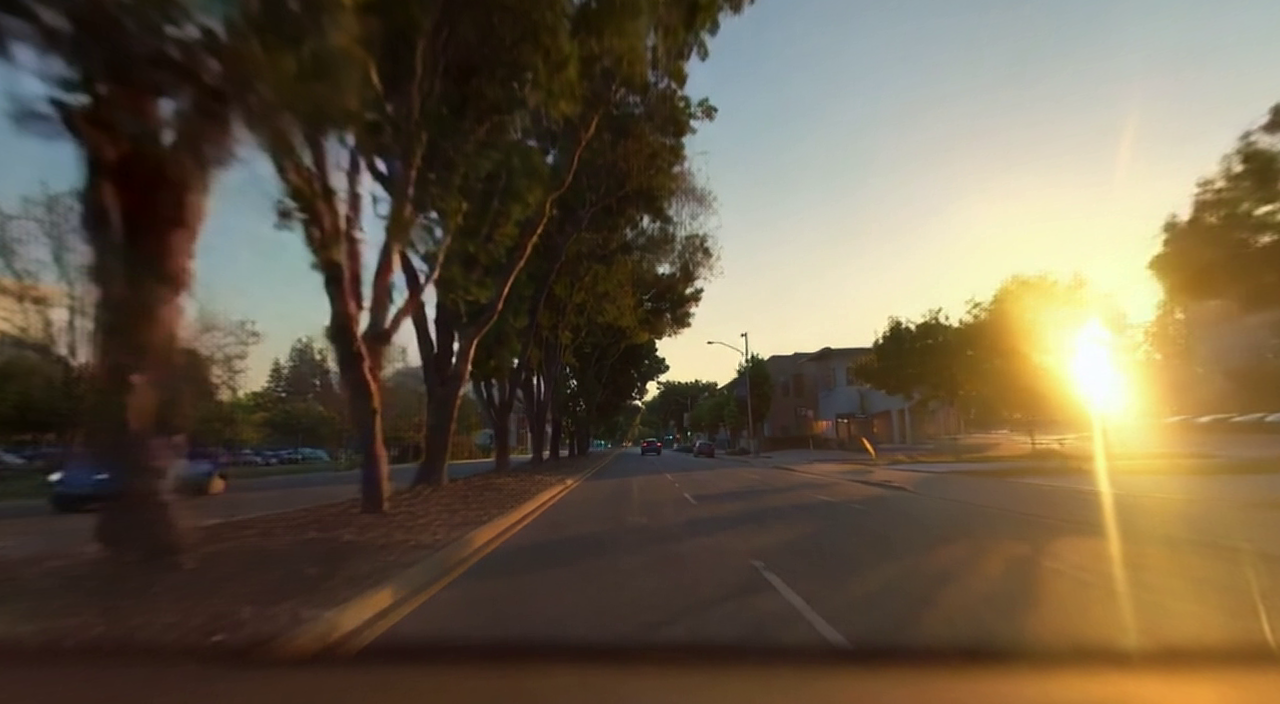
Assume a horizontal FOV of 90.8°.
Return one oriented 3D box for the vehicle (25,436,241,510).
[{"bbox_3d":[-15.217,3.619,19.564,2.141,1.942,5.474,0,-8,0],"label":"vehicle"}]
